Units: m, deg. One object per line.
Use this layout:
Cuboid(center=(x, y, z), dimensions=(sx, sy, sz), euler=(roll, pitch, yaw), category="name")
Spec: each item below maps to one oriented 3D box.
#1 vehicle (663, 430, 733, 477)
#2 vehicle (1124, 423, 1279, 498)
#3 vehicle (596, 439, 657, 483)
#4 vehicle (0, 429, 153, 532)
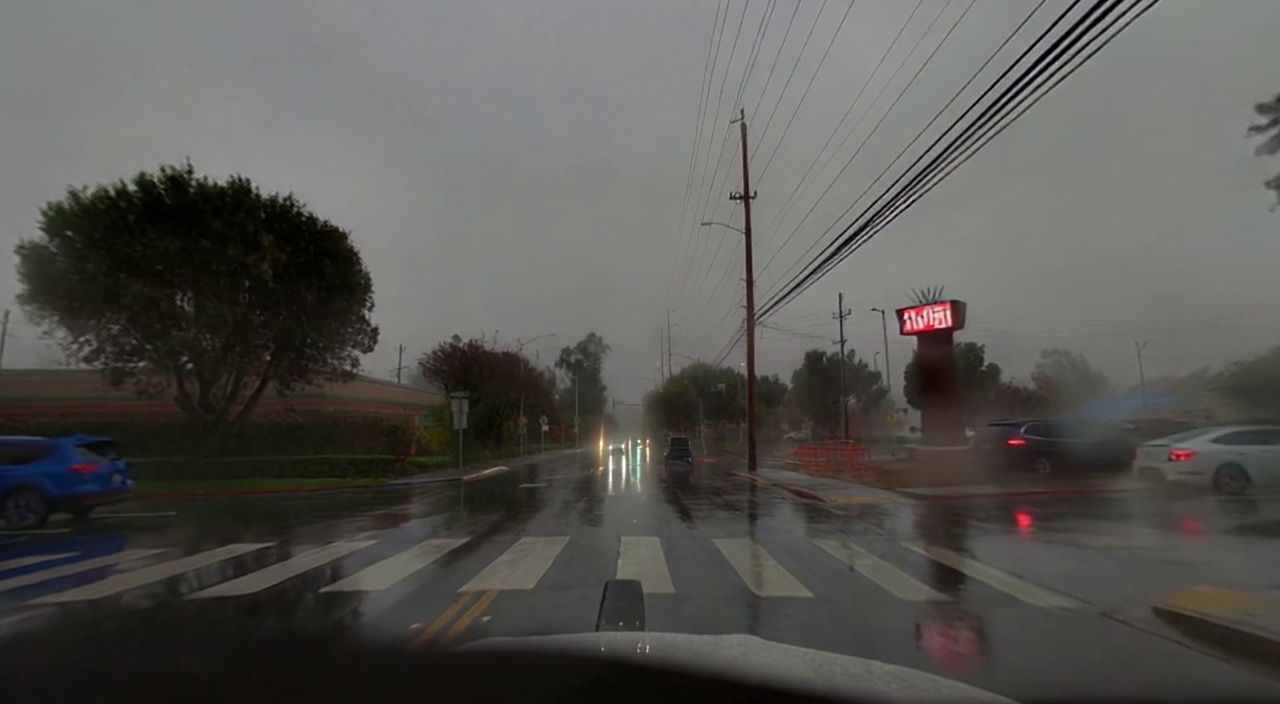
Cuboid(center=(2.477, 4.554, 28.542), dimensions=(2.553, 1.868, 5.536), euler=(0, -8, -1), category="vehicle")
Cuboid(center=(13.165, 2.181, 12.860), dimensions=(4.872, 1.400, 1.955), euler=(-1, -8, 3), category="vehicle")
Cuboid(center=(-0.568, 3.894, 22.895), dimensions=(1.874, 1.427, 3.976), euler=(1, -8, -6), category="vehicle")
Cuboid(center=(-13.772, 2.532, 12.710), dimensions=(5.866, 1.904, 2.197), euler=(1, -8, -6), category="vehicle")
